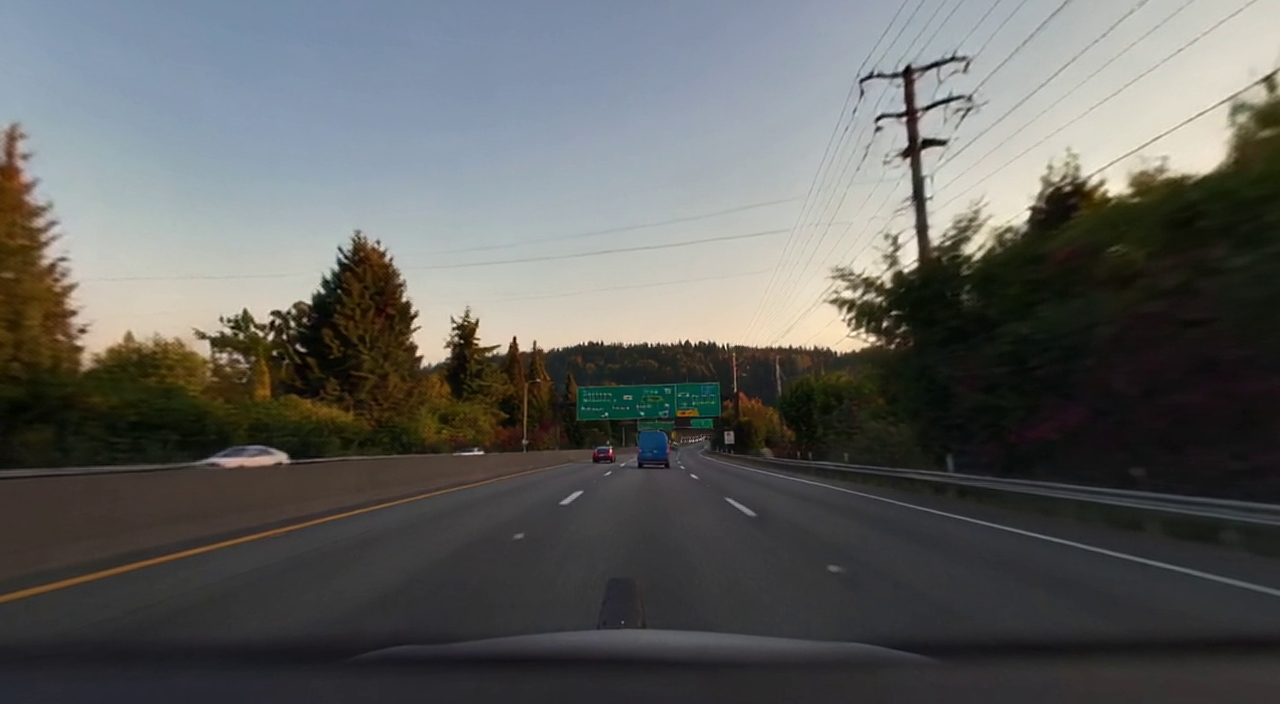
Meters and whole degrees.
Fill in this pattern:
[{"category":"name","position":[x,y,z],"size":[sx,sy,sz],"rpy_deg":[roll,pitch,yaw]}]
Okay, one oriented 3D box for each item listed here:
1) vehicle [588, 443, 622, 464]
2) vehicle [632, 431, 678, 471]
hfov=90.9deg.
[{"category":"vehicle","position":[-2.451,7.335,45.471],"size":[1.996,1.433,4.316],"rpy_deg":[0,-9,3]},{"category":"vehicle","position":[0.815,5.312,33.769],"size":[2.261,1.969,5.104],"rpy_deg":[0,-9,2]}]
